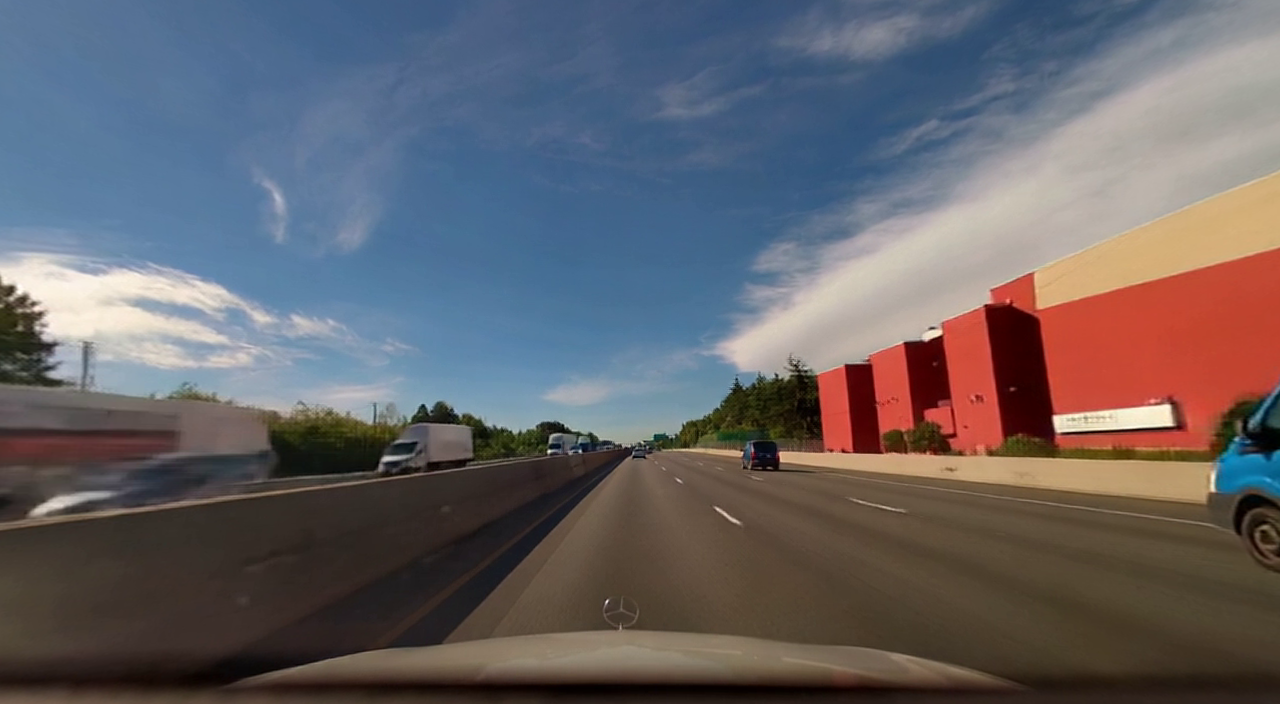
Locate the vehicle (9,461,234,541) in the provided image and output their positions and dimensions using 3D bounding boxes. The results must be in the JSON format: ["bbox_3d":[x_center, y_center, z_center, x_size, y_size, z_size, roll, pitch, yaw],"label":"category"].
[{"bbox_3d":[-11.281,3.210,14.112,1.741,1.447,3.839,0,-9,0],"label":"vehicle"}]

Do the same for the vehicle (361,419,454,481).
[{"bbox_3d":[-16.292,6.988,45.001,2.966,3.933,9.734,0,-9,0],"label":"vehicle"}]

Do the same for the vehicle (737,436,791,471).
[{"bbox_3d":[7.384,6.145,38.084,2.156,1.943,5.010,0,-9,-1],"label":"vehicle"}]

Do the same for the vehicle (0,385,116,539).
[{"bbox_3d":[-15.855,2.478,14.169,2.894,3.430,5.832,0,-9,-1],"label":"vehicle"}]
